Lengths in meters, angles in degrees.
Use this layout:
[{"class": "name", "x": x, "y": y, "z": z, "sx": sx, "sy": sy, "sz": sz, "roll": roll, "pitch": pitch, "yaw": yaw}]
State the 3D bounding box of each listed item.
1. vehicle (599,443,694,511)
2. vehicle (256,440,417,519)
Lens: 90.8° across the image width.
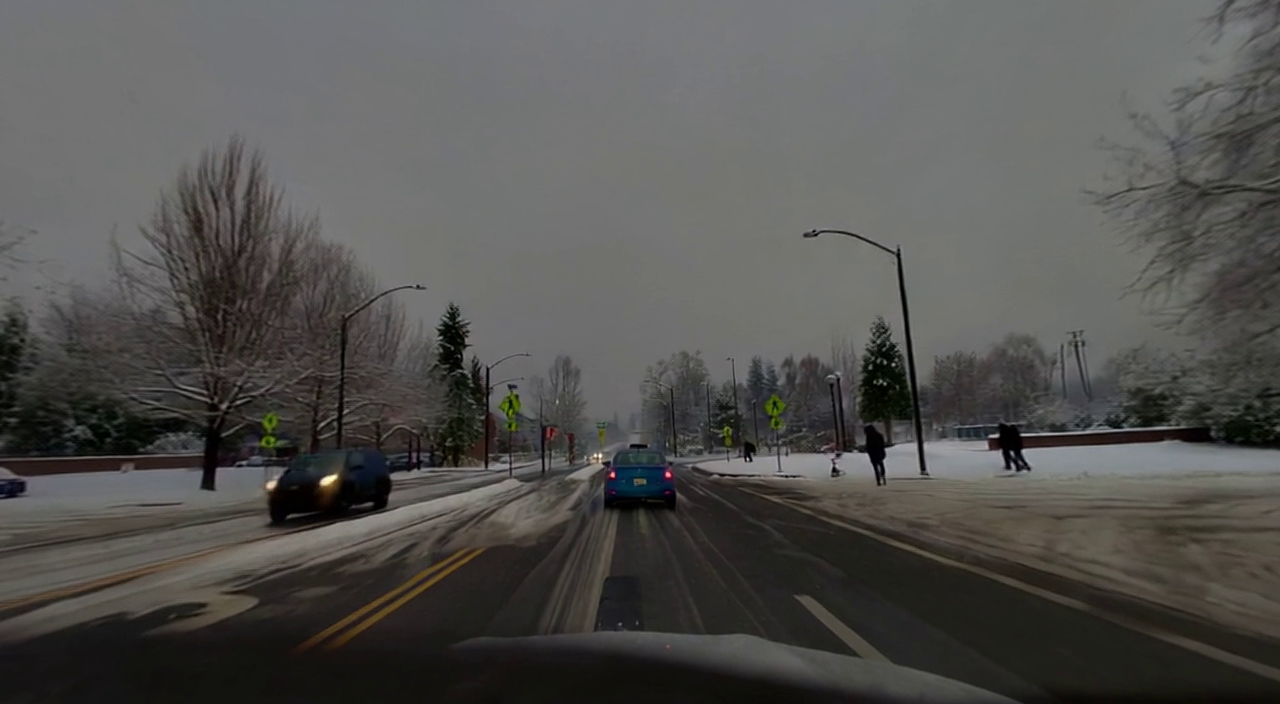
[{"class": "vehicle", "x": 0.084, "y": 3.277, "z": 17.093, "sx": 2.221, "sy": 1.570, "sz": 4.398, "roll": 0, "pitch": -9, "yaw": -2}, {"class": "vehicle", "x": -8.470, "y": 3.556, "z": 18.331, "sx": 2.179, "sy": 1.933, "sz": 5.034, "roll": 0, "pitch": -9, "yaw": 0}]
